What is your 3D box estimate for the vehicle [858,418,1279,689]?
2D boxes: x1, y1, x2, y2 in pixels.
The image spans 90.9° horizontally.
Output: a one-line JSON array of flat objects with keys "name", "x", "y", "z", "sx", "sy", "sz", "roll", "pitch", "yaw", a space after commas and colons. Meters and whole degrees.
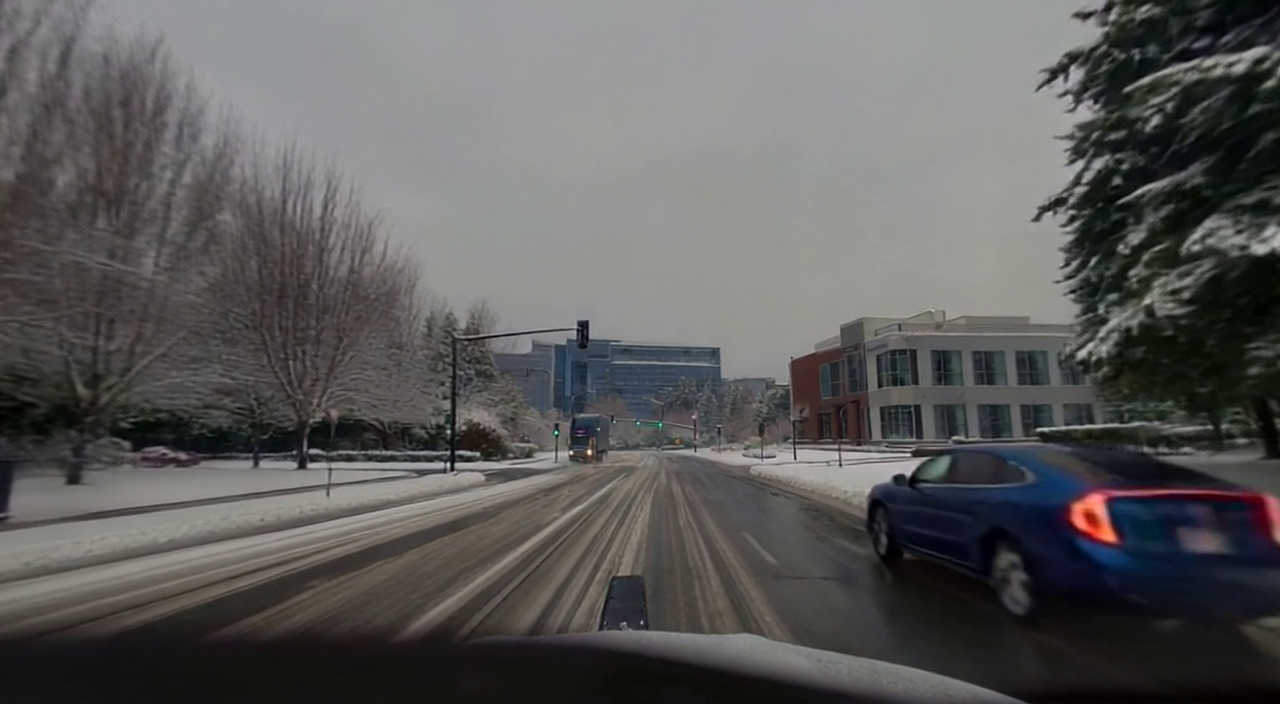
[{"name": "vehicle", "x": 3.830, "y": 1.465, "z": 5.809, "sx": 2.098, "sy": 1.509, "sz": 4.389, "roll": 0, "pitch": -9, "yaw": 1}]
